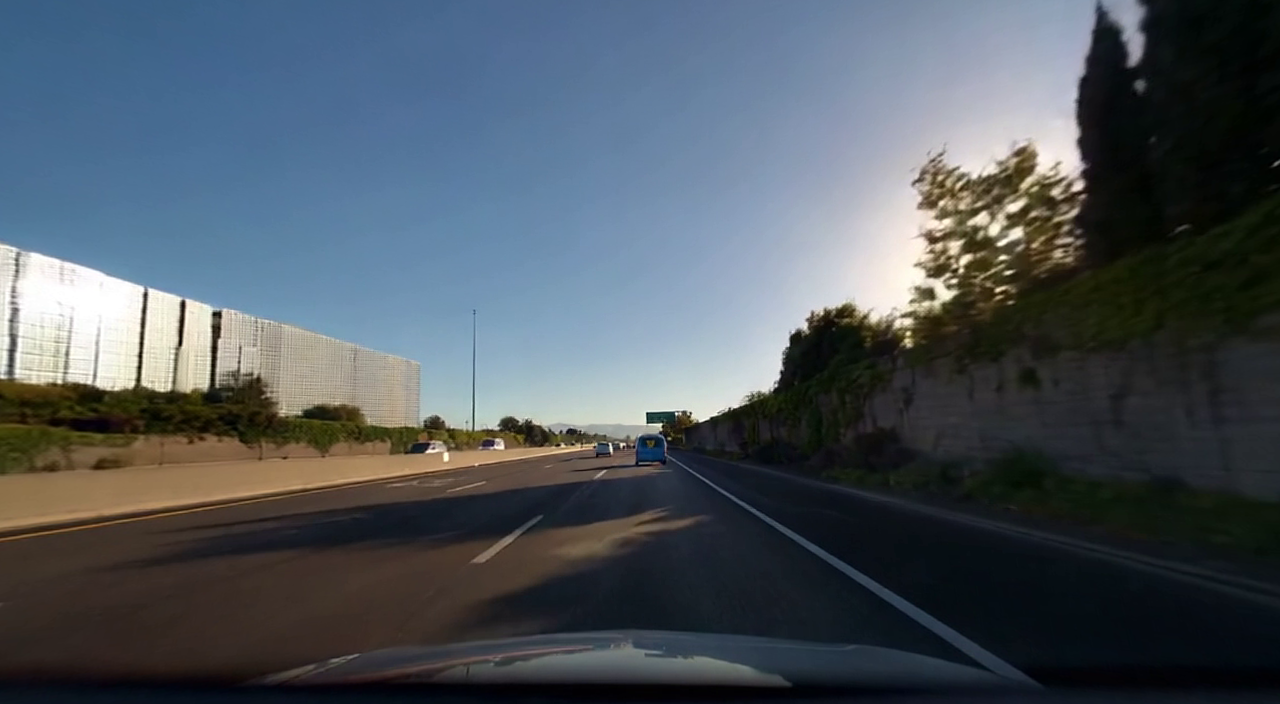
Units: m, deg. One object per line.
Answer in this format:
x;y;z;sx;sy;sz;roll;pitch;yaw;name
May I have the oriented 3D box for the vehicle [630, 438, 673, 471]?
0.509;5.016;31.017;1.997;1.484;3.409;0;-8;-1;vehicle
